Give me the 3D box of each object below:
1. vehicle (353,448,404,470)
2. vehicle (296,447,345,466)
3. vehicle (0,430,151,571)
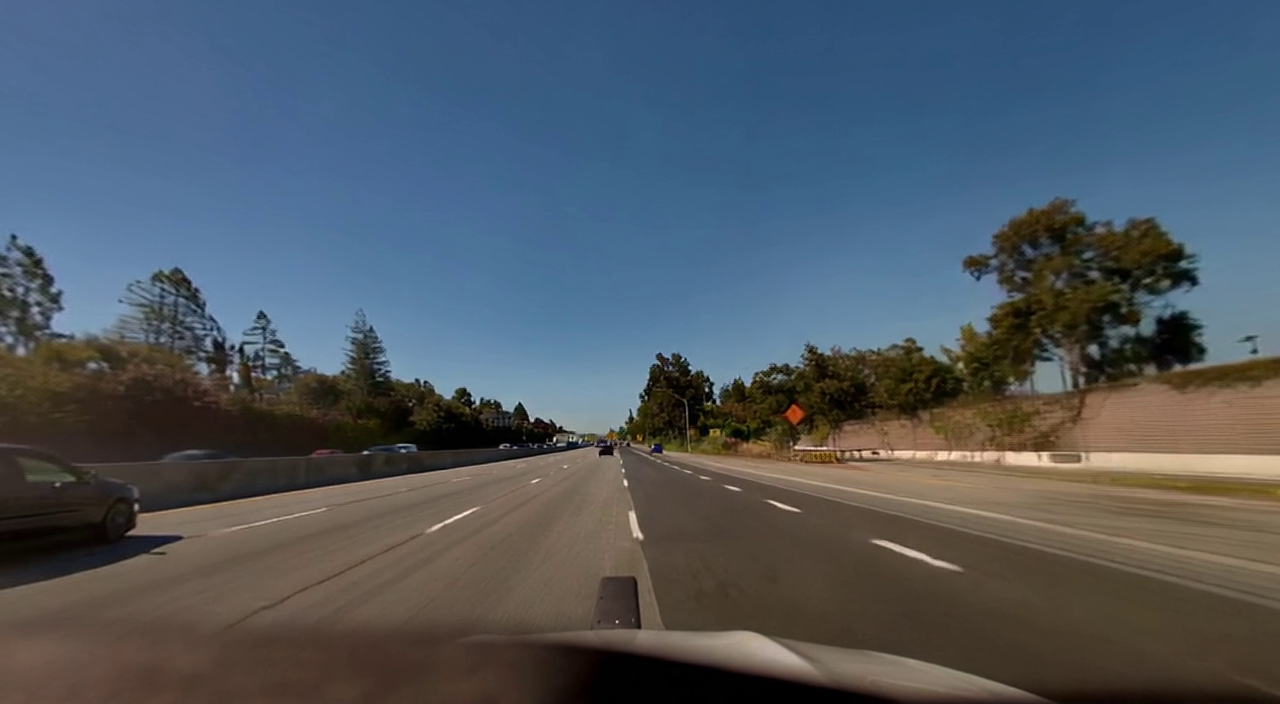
[{"bbox_3d":[-18.523,7.583,44.972,1.952,1.427,4.195,0,-9,-2],"label":"vehicle"},{"bbox_3d":[-25.172,8.232,49.913,1.890,1.463,3.902,0,-9,-2],"label":"vehicle"},{"bbox_3d":[-7.926,1.580,6.646,2.060,1.507,4.494,0,-9,-2],"label":"vehicle"}]
